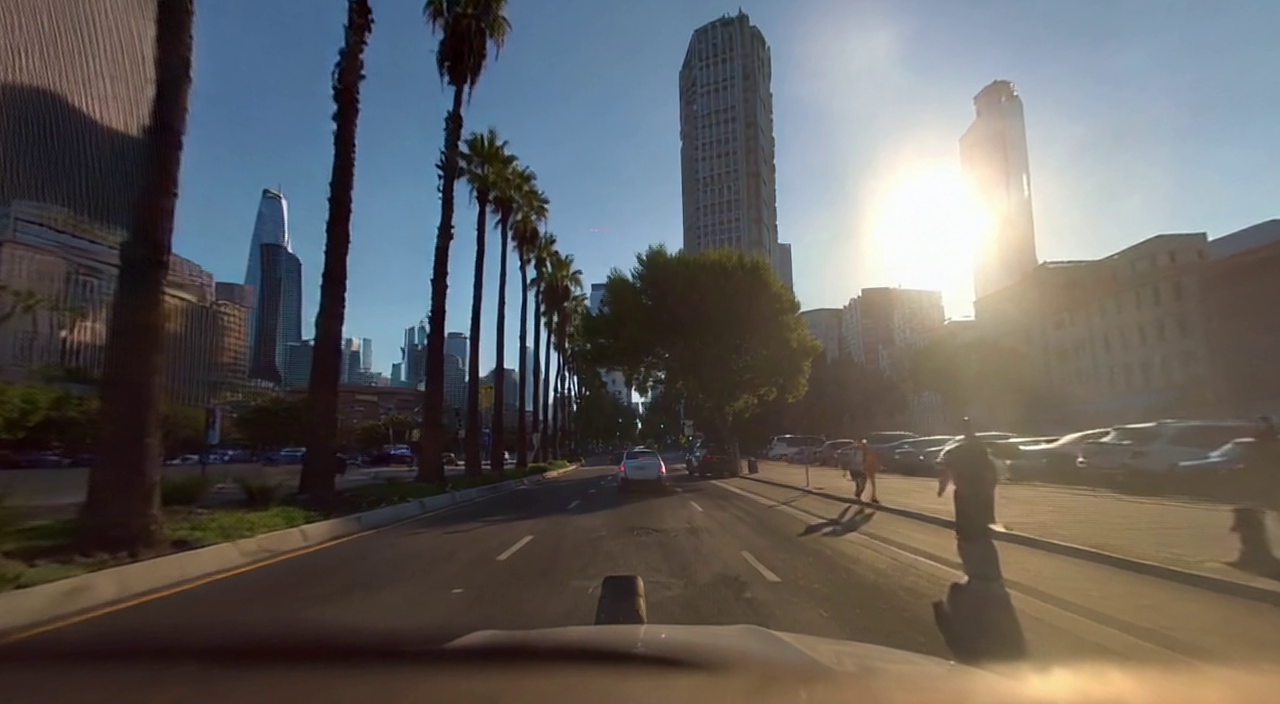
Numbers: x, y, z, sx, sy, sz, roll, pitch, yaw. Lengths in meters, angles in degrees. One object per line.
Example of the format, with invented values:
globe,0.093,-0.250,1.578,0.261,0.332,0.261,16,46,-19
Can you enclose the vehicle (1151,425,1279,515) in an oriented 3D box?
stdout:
vehicle,12.668,2.190,11.946,3.929,1.508,2.326,0,-9,-2

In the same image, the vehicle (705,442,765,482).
vehicle,4.470,5.253,30.408,2.136,1.774,4.778,0,-8,0

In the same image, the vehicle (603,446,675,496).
vehicle,0.008,4.006,21.543,2.235,1.528,3.876,0,-8,1
